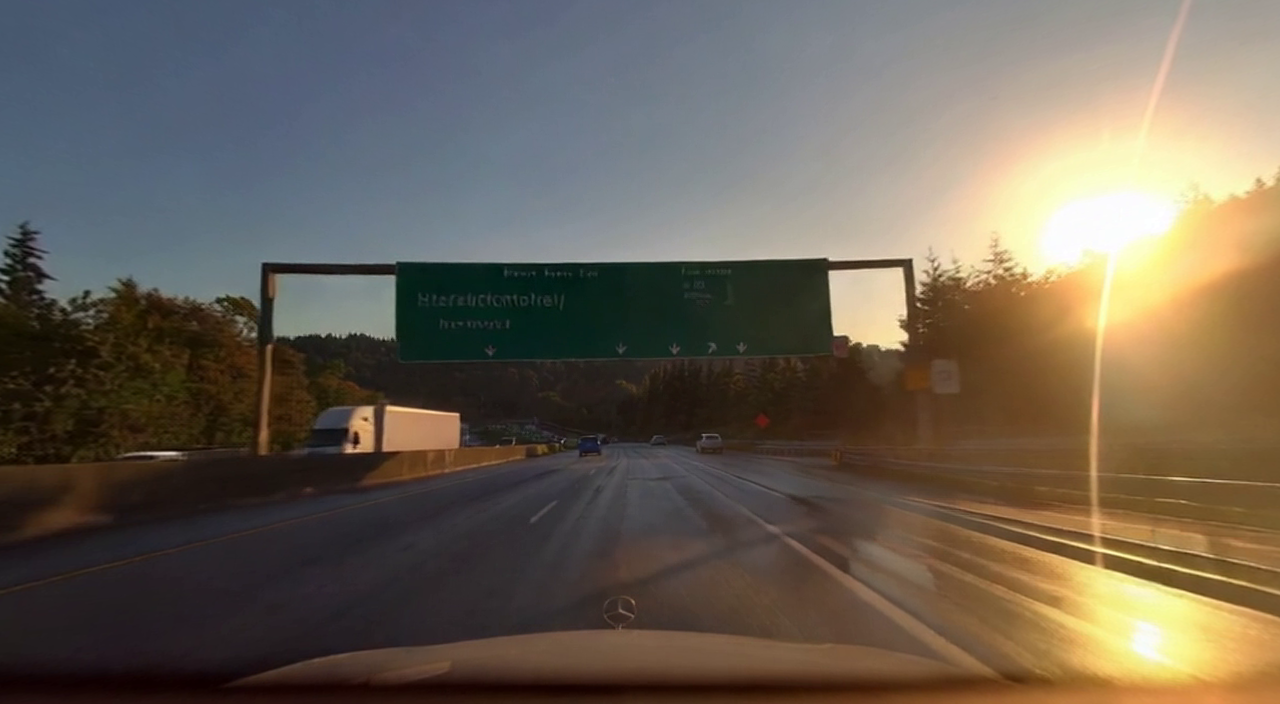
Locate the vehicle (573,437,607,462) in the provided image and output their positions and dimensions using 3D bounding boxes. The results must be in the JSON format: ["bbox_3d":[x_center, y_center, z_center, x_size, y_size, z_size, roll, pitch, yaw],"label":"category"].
[{"bbox_3d":[-3.495,6.826,44.302,2.125,1.662,4.336,0,-8,-1],"label":"vehicle"}]

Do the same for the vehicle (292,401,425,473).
[{"bbox_3d":[-16.623,5.241,38.426,2.934,3.737,10.958,0,-8,1],"label":"vehicle"}]

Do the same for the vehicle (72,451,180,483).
[{"bbox_3d":[-27.192,6.054,33.440,1.864,1.494,4.580,0,-8,0],"label":"vehicle"}]
